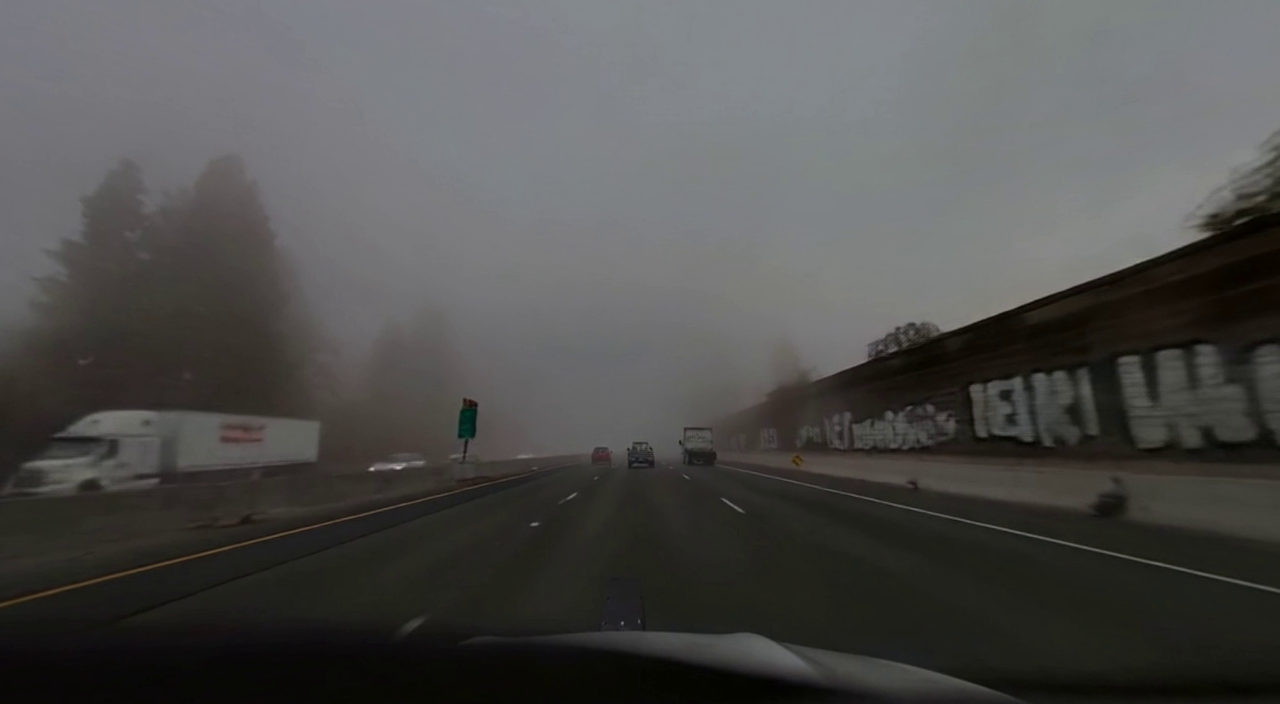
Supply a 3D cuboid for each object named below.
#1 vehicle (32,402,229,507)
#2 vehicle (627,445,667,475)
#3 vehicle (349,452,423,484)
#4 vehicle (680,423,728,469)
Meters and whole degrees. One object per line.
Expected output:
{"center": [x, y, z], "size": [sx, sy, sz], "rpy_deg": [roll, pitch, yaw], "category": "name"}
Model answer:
{"center": [-20.457, 4.176, 25.887], "size": [2.957, 3.748, 5.869], "rpy_deg": [0, -9, 0], "category": "vehicle"}
{"center": [0.310, 5.826, 34.105], "size": [2.009, 1.506, 4.091], "rpy_deg": [0, -9, -1], "category": "vehicle"}
{"center": [-13.142, 5.994, 32.930], "size": [1.944, 1.542, 4.525], "rpy_deg": [0, -9, 0], "category": "vehicle"}
{"center": [4.356, 6.592, 44.112], "size": [2.549, 2.931, 6.310], "rpy_deg": [0, -9, -1], "category": "vehicle"}
